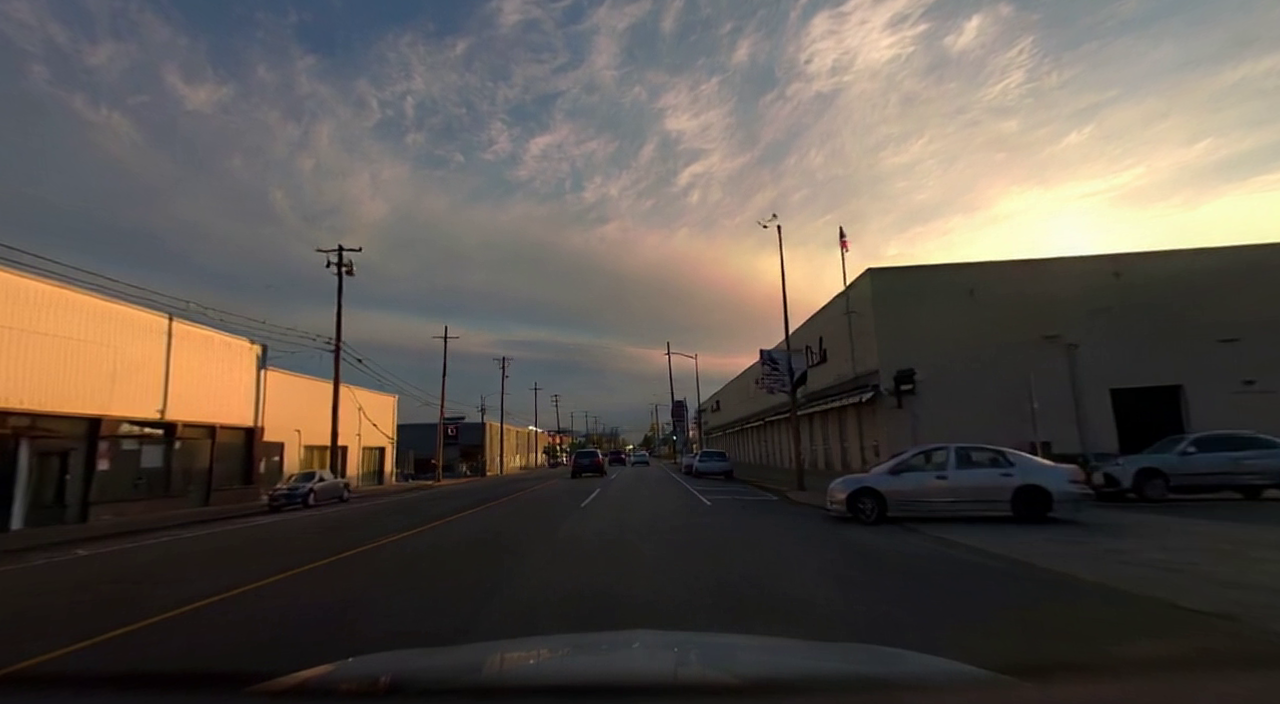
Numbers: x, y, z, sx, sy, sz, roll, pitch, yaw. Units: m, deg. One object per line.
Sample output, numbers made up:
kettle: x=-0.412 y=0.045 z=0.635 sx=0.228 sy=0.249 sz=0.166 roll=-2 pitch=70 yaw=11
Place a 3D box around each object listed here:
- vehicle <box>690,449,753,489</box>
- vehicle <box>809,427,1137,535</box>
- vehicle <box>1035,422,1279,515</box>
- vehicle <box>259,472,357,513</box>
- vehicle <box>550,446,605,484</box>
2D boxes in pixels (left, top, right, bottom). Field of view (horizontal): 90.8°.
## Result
vehicle: x=3.425 y=5.020 z=27.477 sx=2.007 sy=1.558 sz=4.464 roll=0 pitch=-9 yaw=-2
vehicle: x=5.441 y=2.176 z=11.038 sx=4.474 sy=1.632 sz=2.234 roll=-1 pitch=-9 yaw=6
vehicle: x=10.847 y=2.195 z=12.140 sx=5.034 sy=1.590 sz=2.025 roll=-2 pitch=-9 yaw=15
vehicle: x=-15.535 y=6.576 z=29.911 sx=2.073 sy=1.492 sz=4.687 roll=-1 pitch=-8 yaw=1
vehicle: x=-3.228 y=5.898 z=33.454 sx=2.348 sy=1.831 sz=4.737 roll=0 pitch=-9 yaw=1
